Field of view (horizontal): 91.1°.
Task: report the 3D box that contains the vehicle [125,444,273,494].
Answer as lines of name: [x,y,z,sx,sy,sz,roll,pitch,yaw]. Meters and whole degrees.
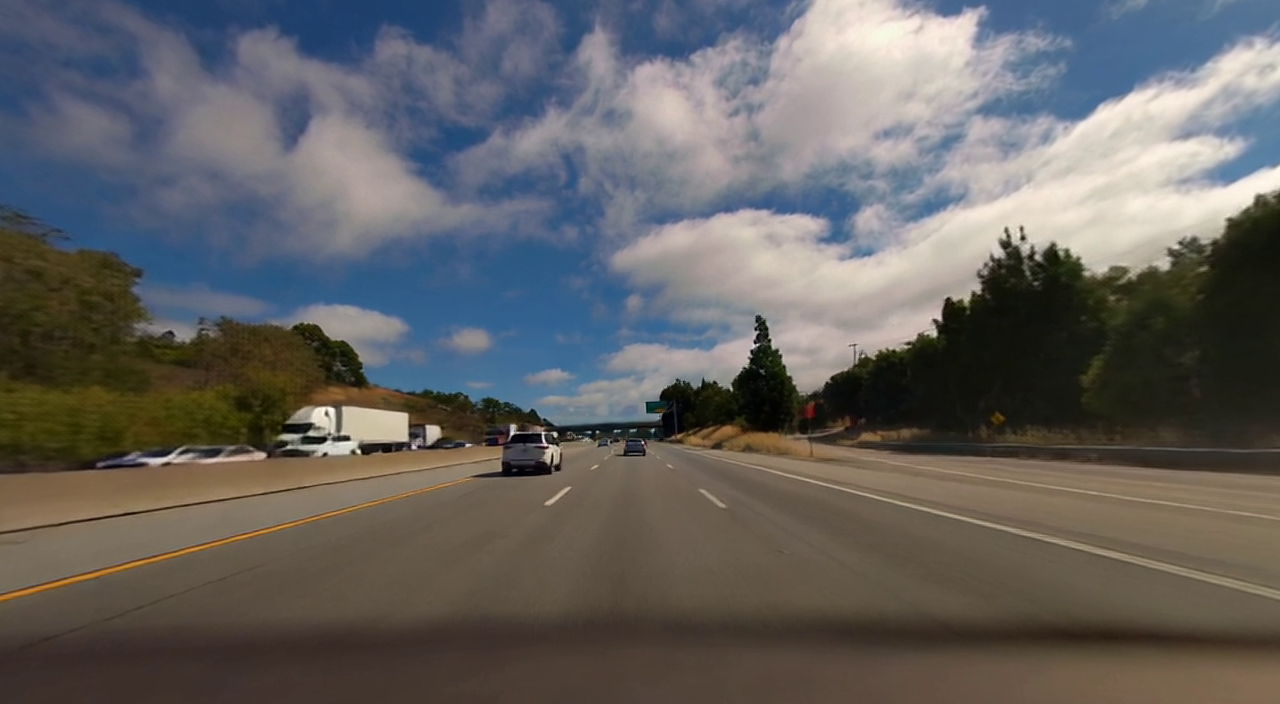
vehicle: [-15.613,4.127,22.644,2.020,1.514,4.549,0,-8,0]

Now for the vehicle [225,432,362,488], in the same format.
vehicle: [-11.374,3.554,21.113,1.985,1.646,4.612,0,-8,0]

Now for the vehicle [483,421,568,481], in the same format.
vehicle: [-3.924,3.478,22.453,2.115,1.887,4.721,0,-8,0]

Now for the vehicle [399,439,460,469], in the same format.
vehicle: [-11.495,5.575,34.564,1.888,1.538,4.057,0,-8,1]

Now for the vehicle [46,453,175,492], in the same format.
vehicle: [-23.330,5.289,27.939,1.978,1.503,4.234,-1,-8,1]
